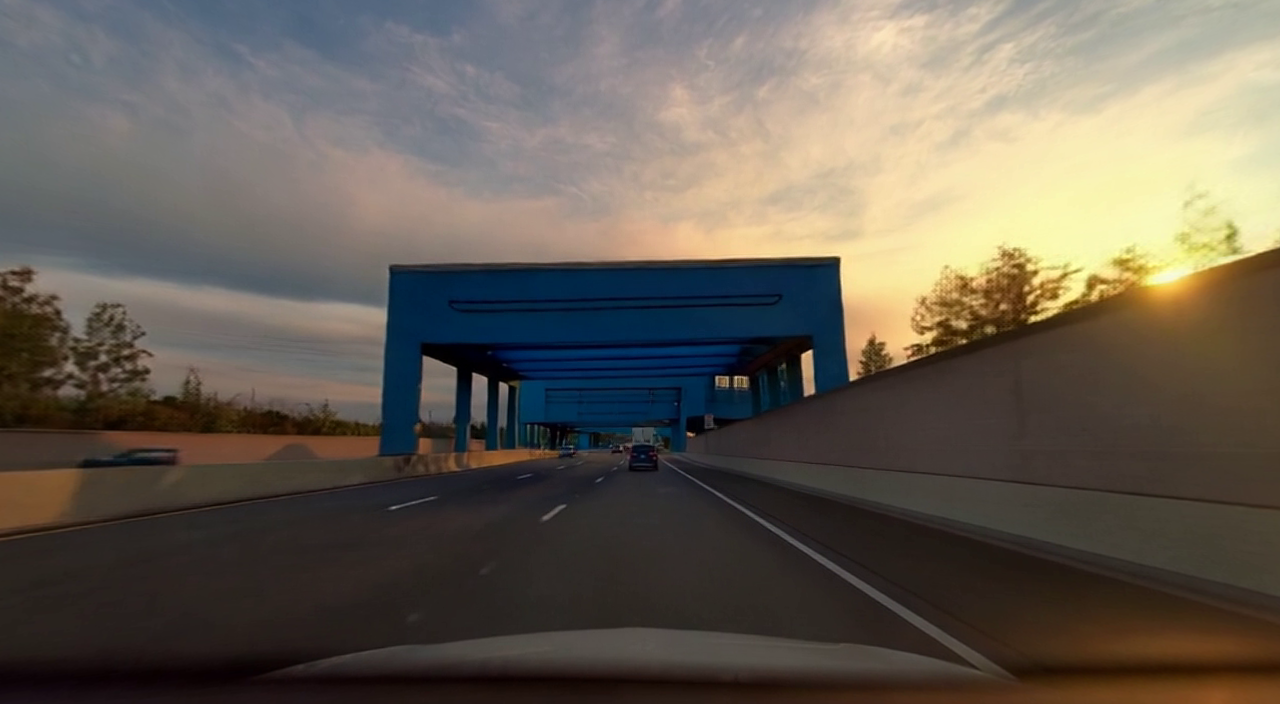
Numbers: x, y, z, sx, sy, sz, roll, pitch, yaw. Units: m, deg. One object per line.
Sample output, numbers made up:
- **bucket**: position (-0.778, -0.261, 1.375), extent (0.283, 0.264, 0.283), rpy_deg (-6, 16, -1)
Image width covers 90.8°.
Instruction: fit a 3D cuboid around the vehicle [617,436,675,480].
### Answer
- **vehicle**: position (0.235, 4.568, 27.337), extent (2.299, 1.716, 4.579), rpy_deg (-1, -9, 0)
